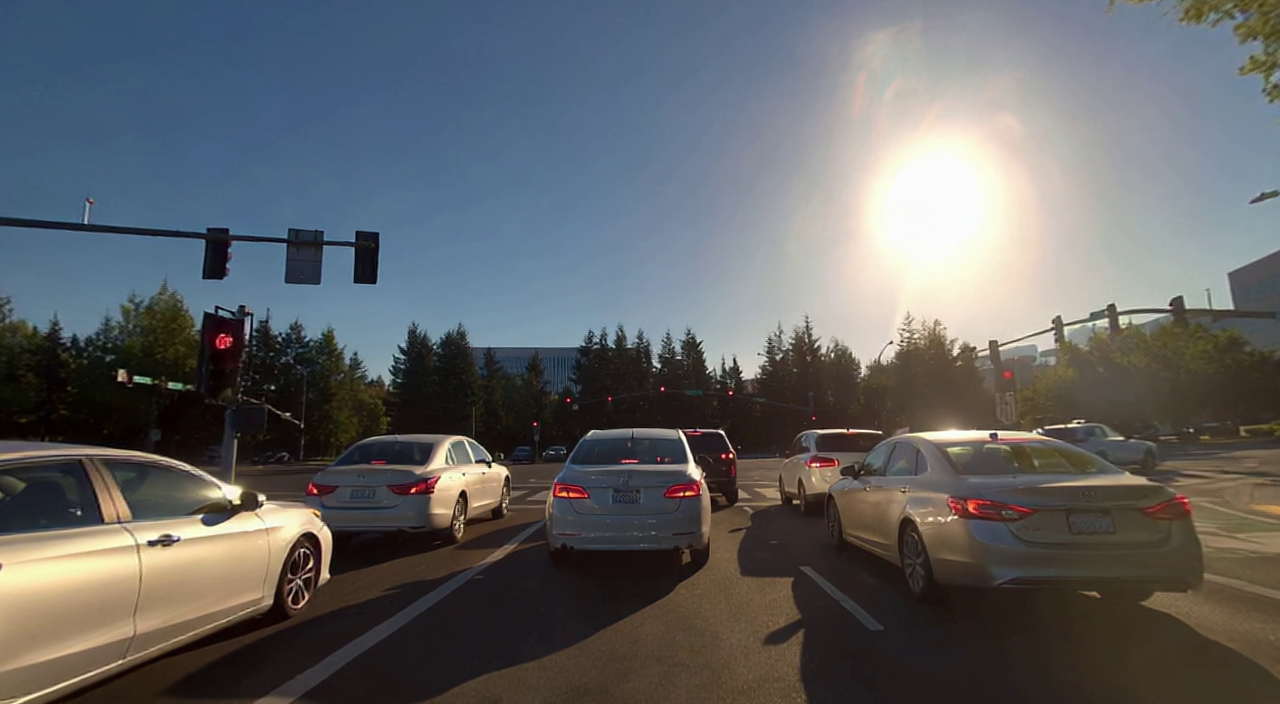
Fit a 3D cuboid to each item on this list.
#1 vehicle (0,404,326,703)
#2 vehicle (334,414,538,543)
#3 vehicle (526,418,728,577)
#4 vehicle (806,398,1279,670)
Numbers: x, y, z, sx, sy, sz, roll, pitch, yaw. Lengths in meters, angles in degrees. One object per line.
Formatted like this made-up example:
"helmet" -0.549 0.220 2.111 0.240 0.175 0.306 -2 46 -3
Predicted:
"vehicle" -3.352 0.947 2.356 1.863 1.495 4.667 0 -8 2
"vehicle" -3.233 2.107 11.154 2.048 1.805 4.405 0 -8 1
"vehicle" -0.100 1.802 8.546 2.106 1.655 3.717 0 -8 1
"vehicle" 3.225 1.445 6.187 2.006 1.659 4.462 0 -8 1
